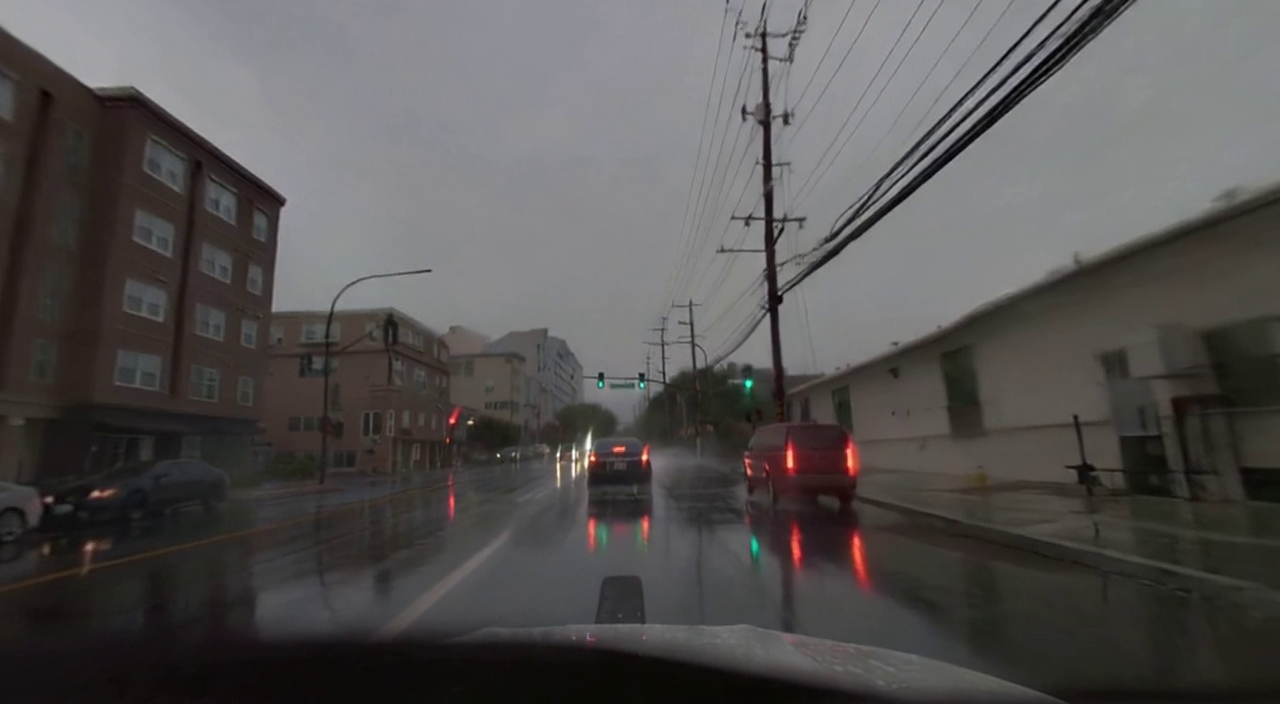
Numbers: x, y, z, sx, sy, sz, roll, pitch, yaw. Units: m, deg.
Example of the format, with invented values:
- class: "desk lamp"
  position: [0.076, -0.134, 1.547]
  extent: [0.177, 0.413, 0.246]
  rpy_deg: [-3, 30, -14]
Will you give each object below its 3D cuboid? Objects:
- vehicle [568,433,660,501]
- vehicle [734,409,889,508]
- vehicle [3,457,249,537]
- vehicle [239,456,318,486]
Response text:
- class: "vehicle"
  position: [-0.573, 2.820, 15.913]
  extent: [2.019, 1.453, 4.129]
  rpy_deg: [0, -8, 0]
- class: "vehicle"
  position: [3.777, 2.478, 15.110]
  extent: [2.248, 1.945, 5.011]
  rpy_deg: [0, -8, 0]
- class: "vehicle"
  position: [-11.921, 3.337, 15.221]
  extent: [1.910, 1.498, 4.662]
  rpy_deg: [-1, -8, 2]
- class: "vehicle"
  position: [-25.402, 8.382, 44.484]
  extent: [4.337, 1.739, 1.981]
  rpy_deg: [-4, -11, -1]
